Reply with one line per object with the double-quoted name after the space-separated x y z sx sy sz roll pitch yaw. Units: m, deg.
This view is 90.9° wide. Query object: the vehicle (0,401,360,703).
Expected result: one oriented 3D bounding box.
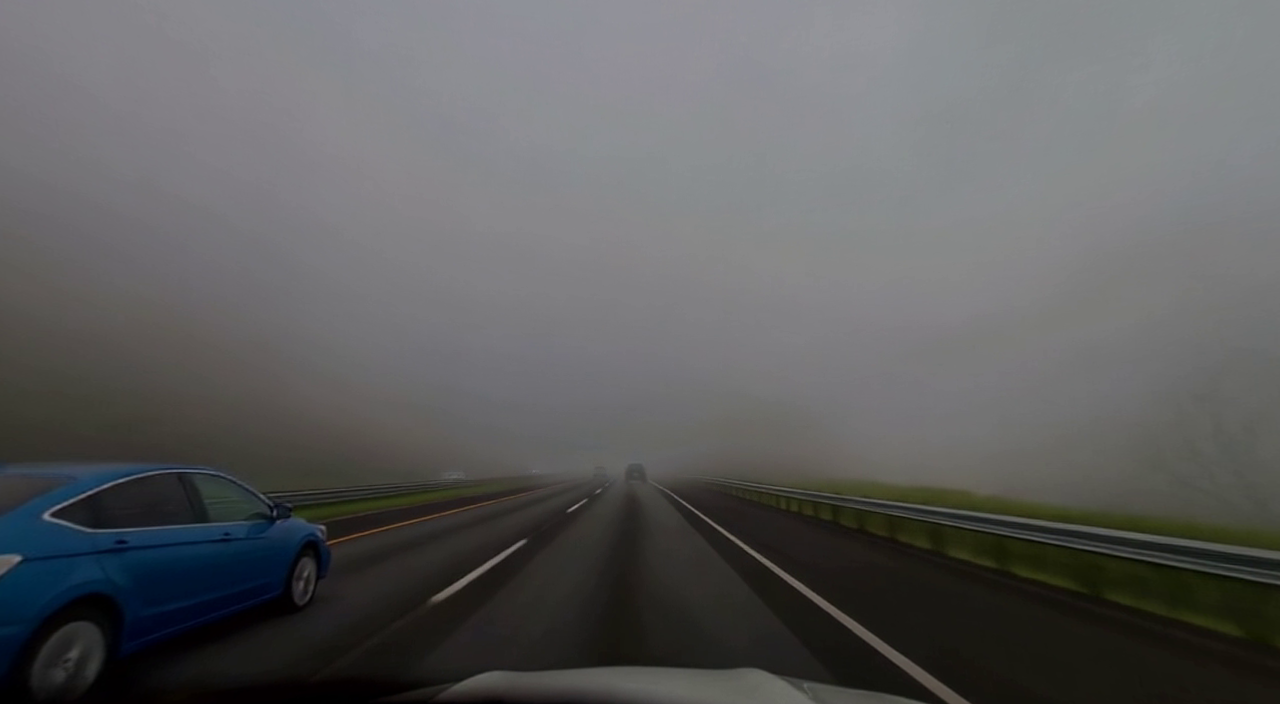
-3.644 1.182 3.808 2.017 1.516 4.041 1 -11 0 "vehicle"
